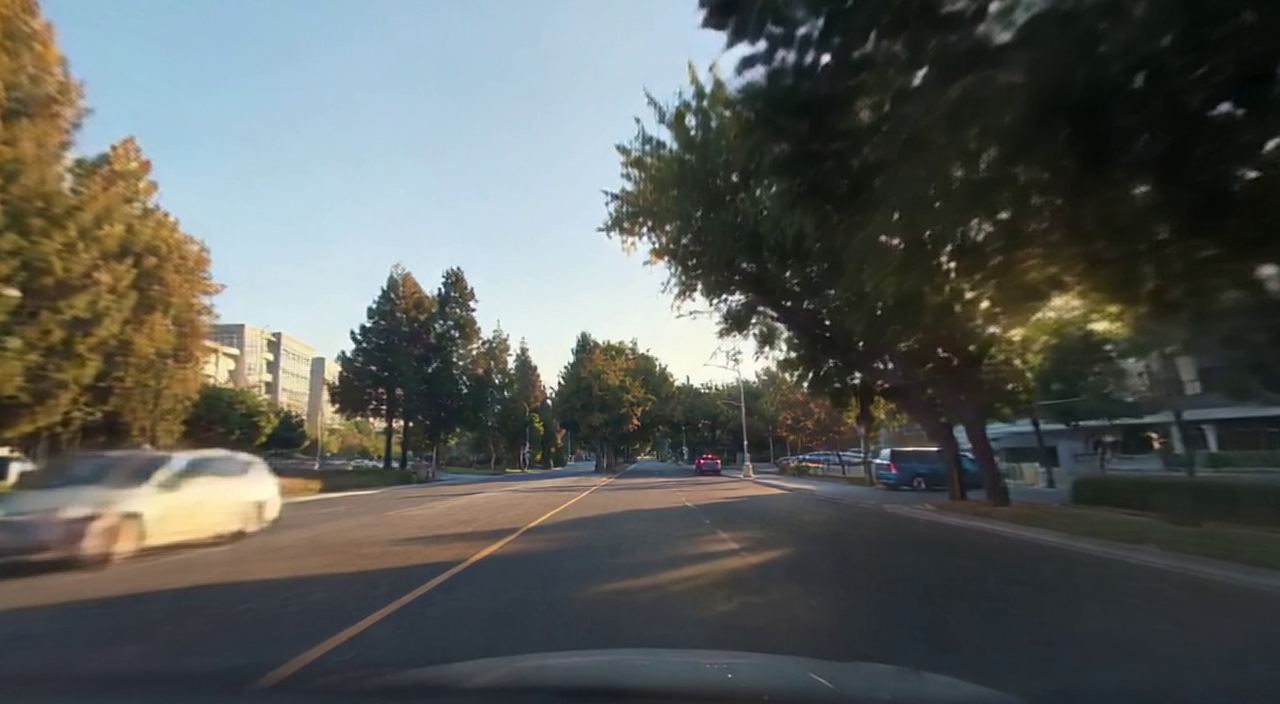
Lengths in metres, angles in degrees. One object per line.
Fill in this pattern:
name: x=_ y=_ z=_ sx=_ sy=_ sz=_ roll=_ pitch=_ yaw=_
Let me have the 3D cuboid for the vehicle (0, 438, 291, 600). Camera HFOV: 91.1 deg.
vehicle: x=-7.476 y=2.120 z=9.015 sx=2.220 sy=1.681 sz=4.633 roll=0 pitch=-8 yaw=1

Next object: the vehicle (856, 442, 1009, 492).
vehicle: x=11.270 y=4.444 z=24.518 sx=4.903 sy=1.831 sz=2.098 roll=0 pitch=-9 yaw=2
